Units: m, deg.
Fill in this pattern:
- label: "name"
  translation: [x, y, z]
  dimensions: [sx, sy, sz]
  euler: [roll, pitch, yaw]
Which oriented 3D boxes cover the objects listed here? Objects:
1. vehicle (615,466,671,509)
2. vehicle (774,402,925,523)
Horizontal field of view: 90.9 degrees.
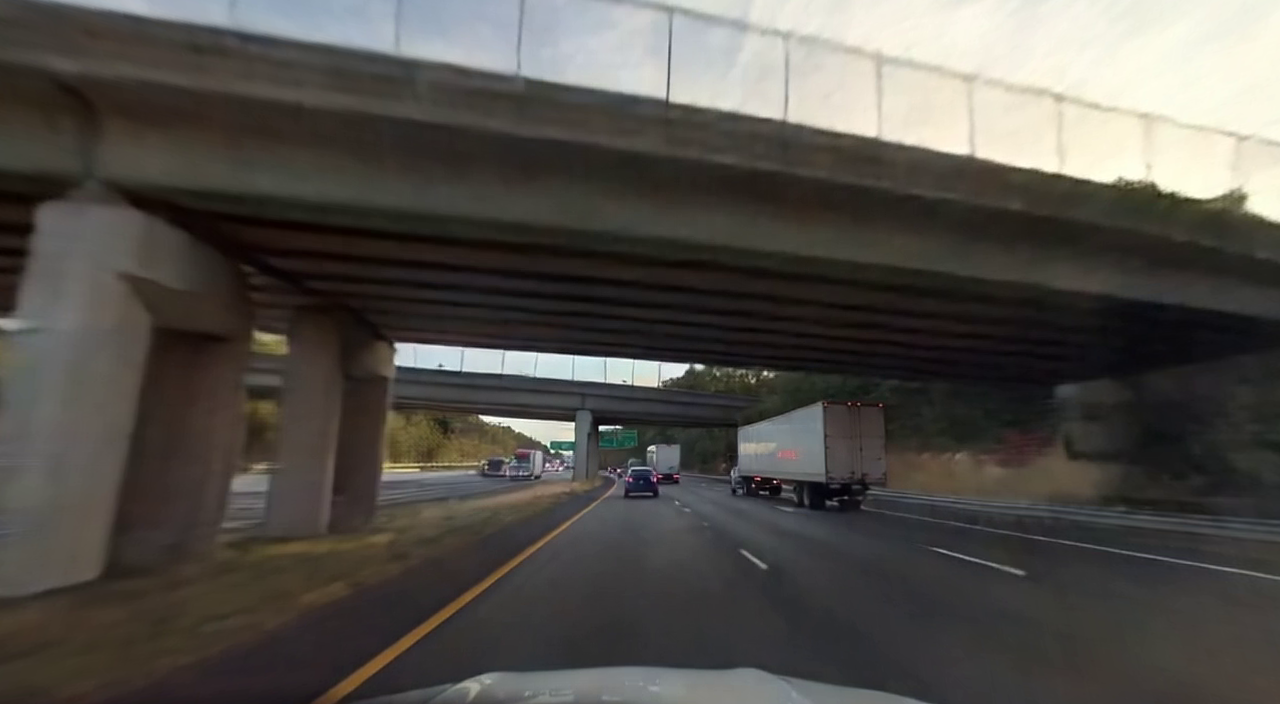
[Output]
- label: "vehicle"
  translation: [0.130, 5.404, 25.414]
  dimensions: [2.067, 1.552, 3.601]
  euler: [1, -11, 0]
- label: "vehicle"
  translation: [7.321, 4.151, 23.561]
  dimensions: [2.839, 3.684, 8.091]
  euler: [1, -11, 0]
